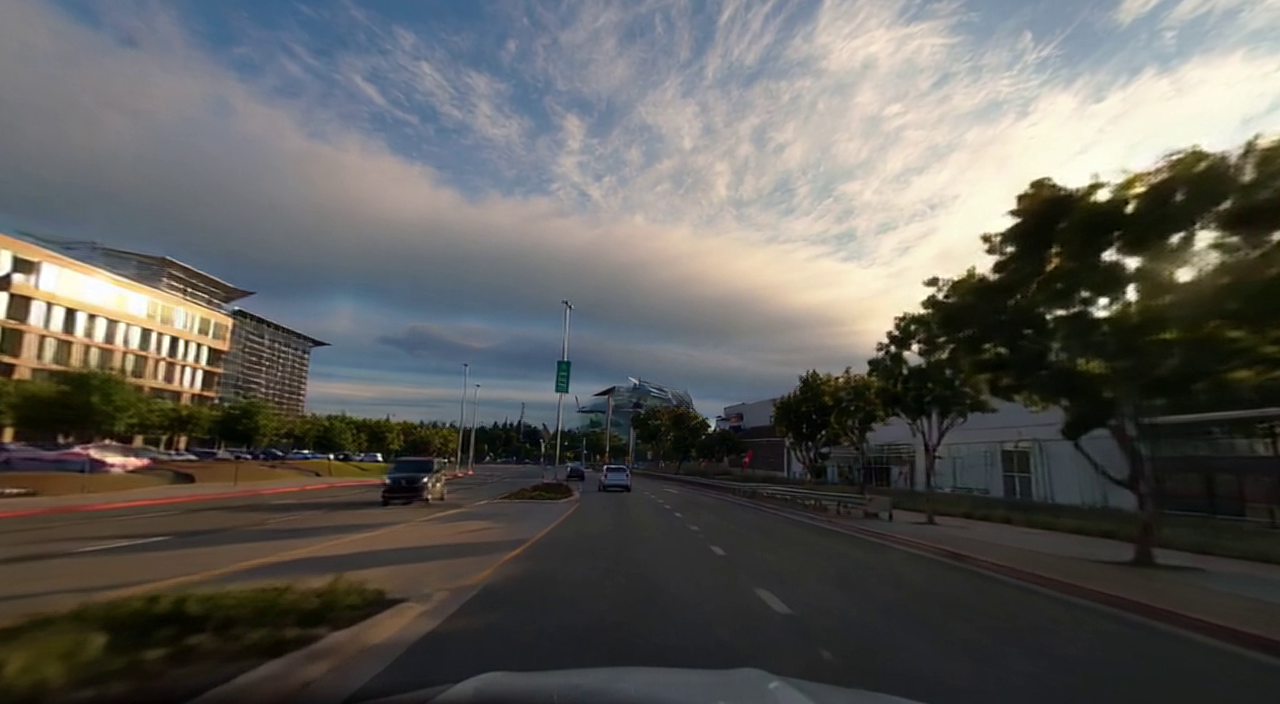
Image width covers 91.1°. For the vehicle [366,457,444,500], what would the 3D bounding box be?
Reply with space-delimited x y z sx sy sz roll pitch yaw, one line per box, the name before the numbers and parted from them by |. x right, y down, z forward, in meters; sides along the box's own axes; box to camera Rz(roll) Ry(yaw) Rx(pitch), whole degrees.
vehicle | -9.043 4.900 24.523 1.916 1.516 3.970 2 -11 -7

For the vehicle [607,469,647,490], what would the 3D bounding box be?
vehicle | -0.823 7.580 37.483 1.775 1.186 2.933 3 -11 -13
